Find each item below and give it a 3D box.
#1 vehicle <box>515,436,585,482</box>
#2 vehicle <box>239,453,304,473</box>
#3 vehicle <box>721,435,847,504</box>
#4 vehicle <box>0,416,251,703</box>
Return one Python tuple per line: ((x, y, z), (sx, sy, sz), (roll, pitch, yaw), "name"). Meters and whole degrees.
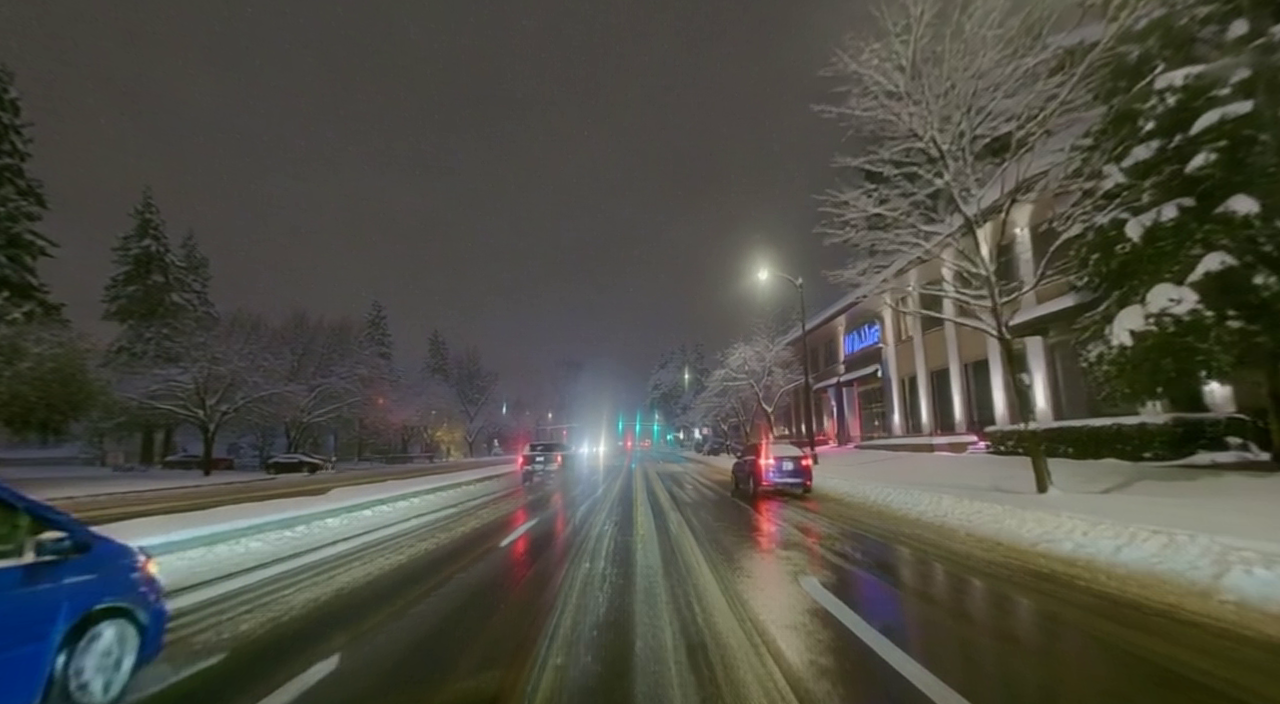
((-3.603, 4.395, 26.205), (2.145, 1.694, 4.642), (0, -8, 1), "vehicle")
((-29.012, 8.723, 49.792), (3.907, 1.533, 1.829), (0, -8, -1), "vehicle")
((3.471, 2.925, 16.232), (1.961, 1.482, 4.538), (0, -8, -3), "vehicle")
((-3.610, 0.910, 1.908), (2.060, 1.466, 4.387), (0, -8, 0), "vehicle")
